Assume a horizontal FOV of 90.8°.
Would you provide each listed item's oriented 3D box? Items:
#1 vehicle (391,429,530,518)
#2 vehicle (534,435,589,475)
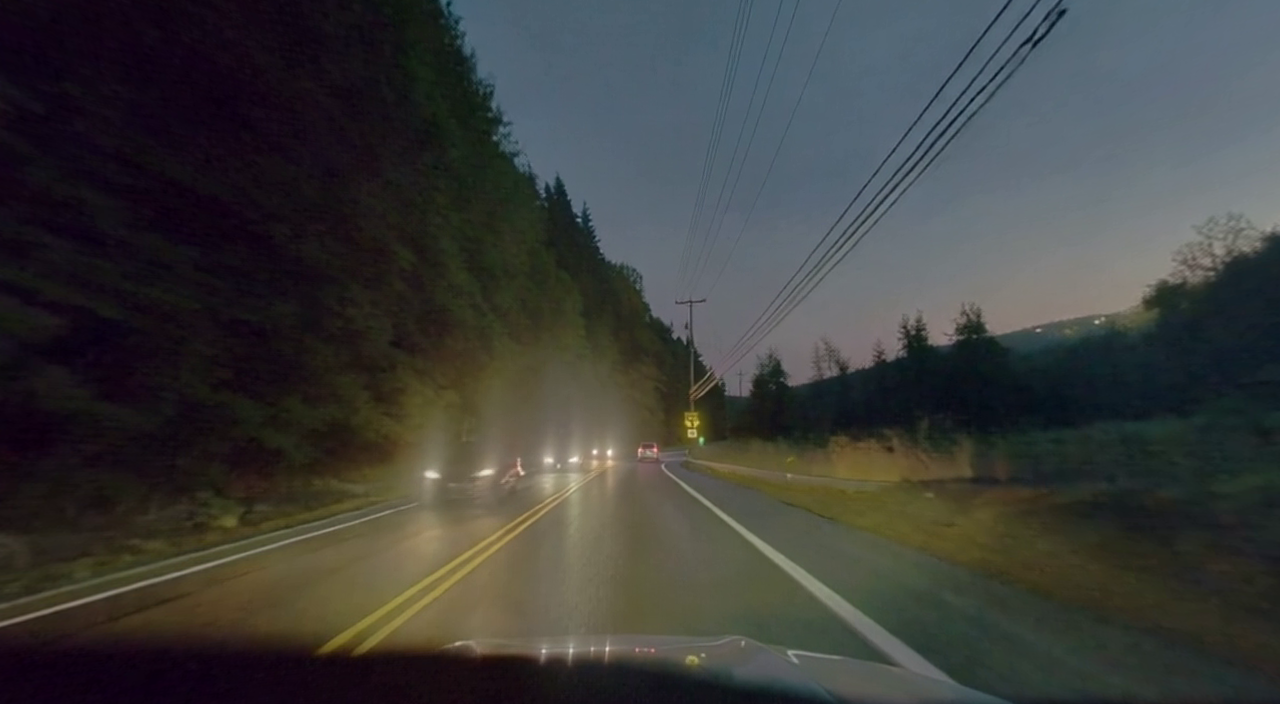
[{"bbox_3d":[-3.945,2.732,14.712,2.013,1.743,4.205,0,-9,0],"label":"vehicle"},{"bbox_3d":[-3.816,5.119,31.579,2.120,1.821,4.650,0,-9,1],"label":"vehicle"}]
